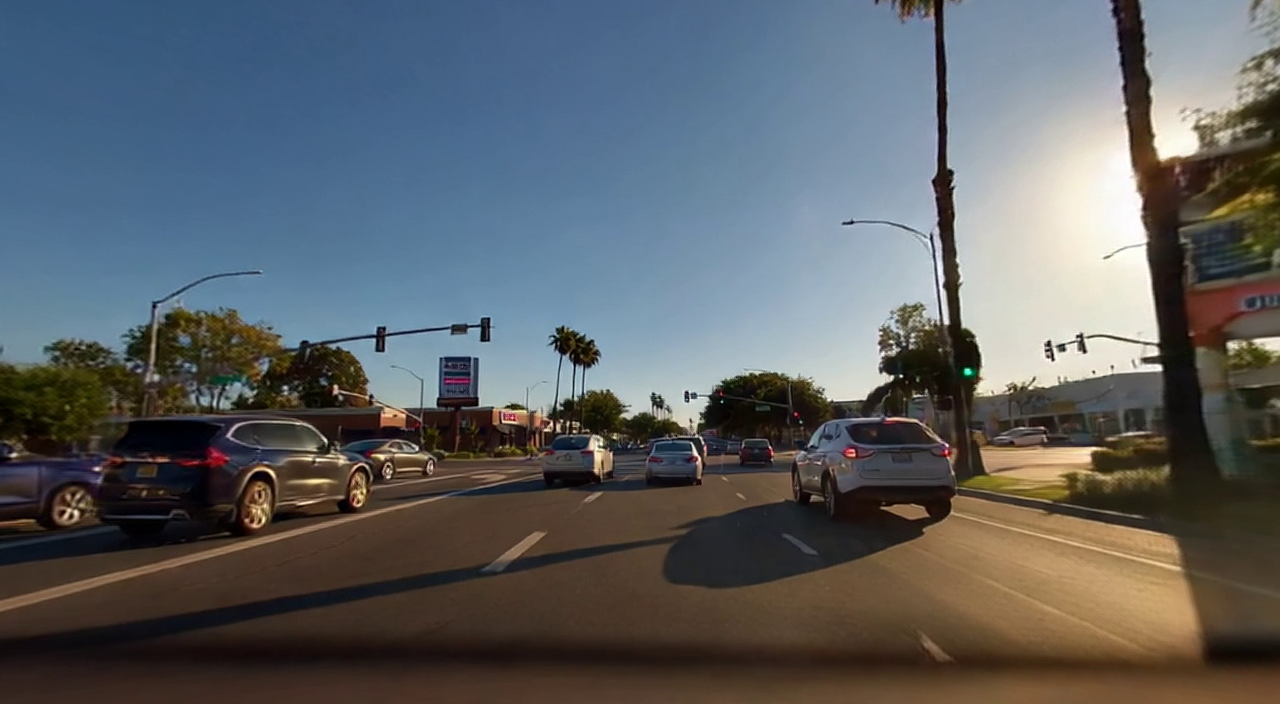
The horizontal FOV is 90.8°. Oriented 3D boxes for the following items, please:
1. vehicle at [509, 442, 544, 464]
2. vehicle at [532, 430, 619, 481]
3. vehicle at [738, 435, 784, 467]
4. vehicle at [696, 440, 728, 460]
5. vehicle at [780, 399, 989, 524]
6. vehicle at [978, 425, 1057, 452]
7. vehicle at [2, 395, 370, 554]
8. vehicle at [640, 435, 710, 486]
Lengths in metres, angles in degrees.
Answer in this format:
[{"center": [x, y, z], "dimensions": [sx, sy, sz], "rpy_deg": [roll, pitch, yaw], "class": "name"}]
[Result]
[{"center": [-7.949, 7.115, 44.713], "dimensions": [1.918, 1.443, 4.612], "rpy_deg": [0, -8, -4], "class": "vehicle"}, {"center": [-2.337, 3.926, 24.296], "dimensions": [2.088, 1.746, 4.650], "rpy_deg": [-2, -8, 10], "class": "vehicle"}, {"center": [6.204, 5.109, 32.722], "dimensions": [2.149, 1.532, 4.168], "rpy_deg": [-2, -8, 9], "class": "vehicle"}, {"center": [5.347, 7.183, 46.371], "dimensions": [1.956, 1.369, 3.686], "rpy_deg": [-2, -9, 12], "class": "vehicle"}, {"center": [4.386, 2.093, 12.508], "dimensions": [2.267, 1.931, 5.145], "rpy_deg": [-1, -8, 3], "class": "vehicle"}, {"center": [28.227, 6.518, 47.425], "dimensions": [4.557, 1.848, 2.008], "rpy_deg": [-3, -9, 12], "class": "vehicle"}, {"center": [-6.479, 1.811, 9.966], "dimensions": [2.127, 1.888, 4.637], "rpy_deg": [-1, -8, 4], "class": "vehicle"}, {"center": [1.186, 3.505, 20.643], "dimensions": [2.057, 1.492, 3.825], "rpy_deg": [-1, -8, 5], "class": "vehicle"}]
